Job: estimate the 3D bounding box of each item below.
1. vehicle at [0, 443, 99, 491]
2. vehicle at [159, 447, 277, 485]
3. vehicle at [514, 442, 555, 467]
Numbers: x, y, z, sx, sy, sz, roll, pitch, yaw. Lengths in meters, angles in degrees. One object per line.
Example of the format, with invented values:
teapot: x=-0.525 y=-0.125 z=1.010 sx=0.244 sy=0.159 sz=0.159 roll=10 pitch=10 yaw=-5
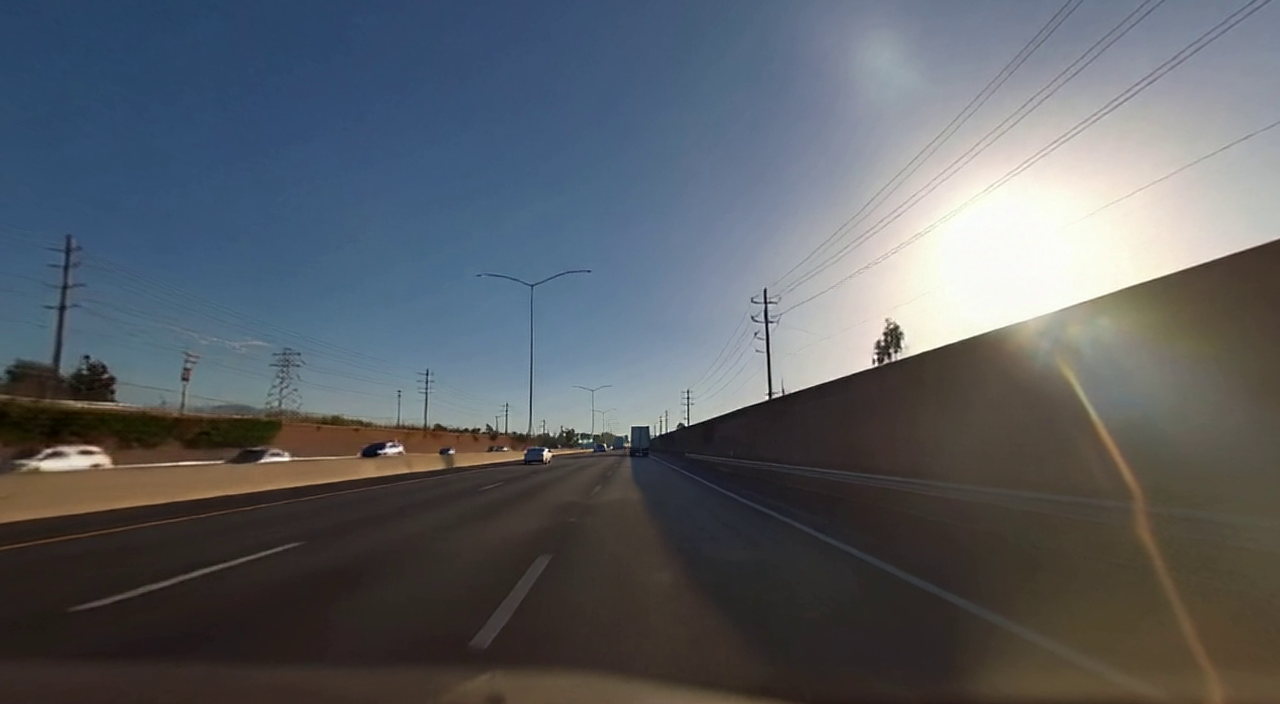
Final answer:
vehicle: x=-21.803 y=3.983 z=22.019 sx=1.824 sy=1.544 sz=4.480 roll=0 pitch=-8 yaw=-1
vehicle: x=-17.960 y=4.860 z=27.172 sx=1.861 sy=1.454 sz=4.705 roll=0 pitch=-8 yaw=0
vehicle: x=-7.269 y=7.095 z=43.980 sx=2.064 sy=1.642 sz=4.389 roll=0 pitch=-8 yaw=0
